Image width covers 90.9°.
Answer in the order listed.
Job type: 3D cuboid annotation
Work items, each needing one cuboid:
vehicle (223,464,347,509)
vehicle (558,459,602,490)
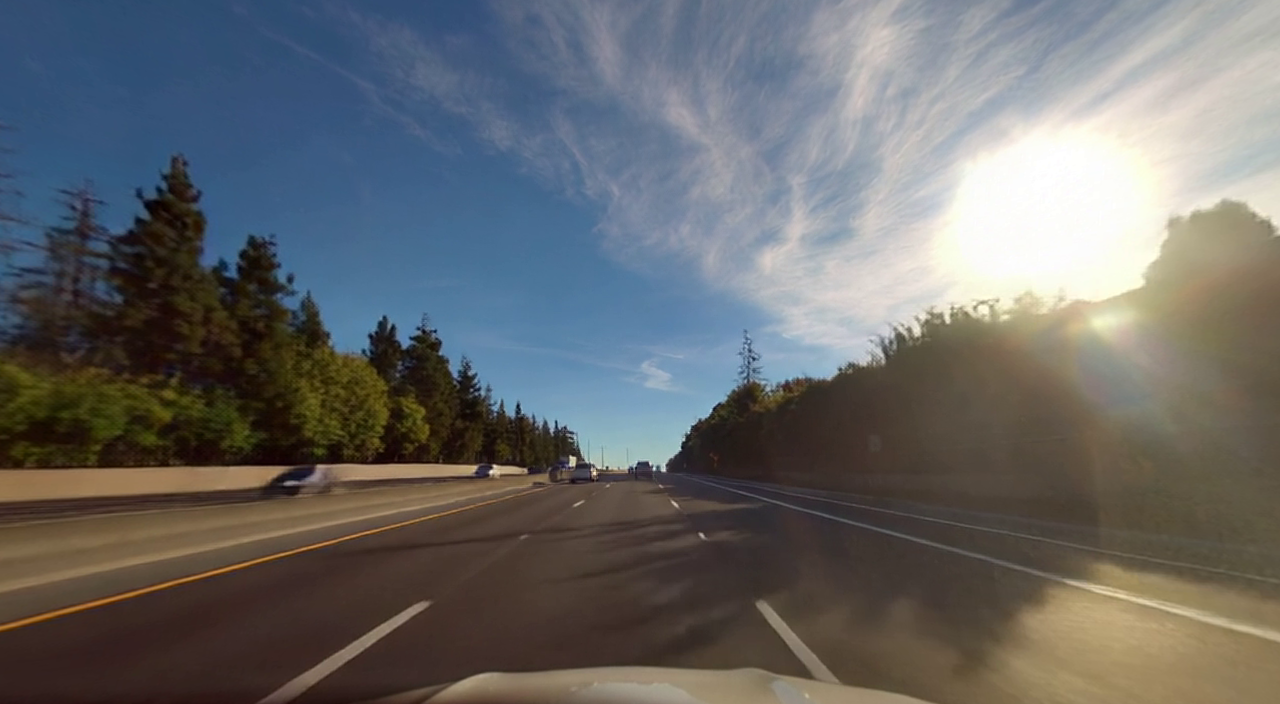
[{"bbox_3d":[-12.880,4.906,23.215,1.929,1.432,4.378,1,-11,1],"label":"vehicle"},{"bbox_3d":[-3.687,7.684,39.618,2.233,1.791,4.981,1,-11,1],"label":"vehicle"}]
